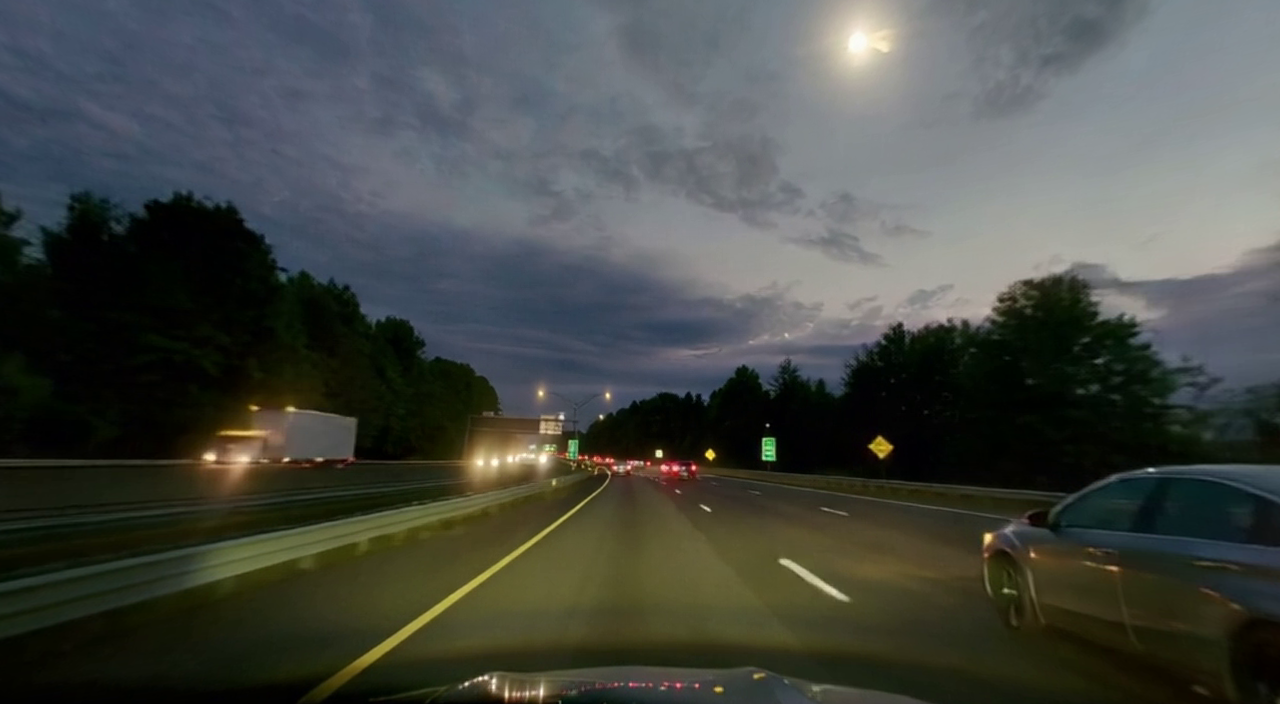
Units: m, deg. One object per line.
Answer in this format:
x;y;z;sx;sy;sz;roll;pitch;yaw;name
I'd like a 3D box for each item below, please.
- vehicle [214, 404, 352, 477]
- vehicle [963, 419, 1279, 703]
-21.608;5.667;39.069;3.104;3.928;9.331;1;-10;-2;vehicle
3.955;1.267;3.408;2.132;1.662;4.180;1;-10;-1;vehicle
